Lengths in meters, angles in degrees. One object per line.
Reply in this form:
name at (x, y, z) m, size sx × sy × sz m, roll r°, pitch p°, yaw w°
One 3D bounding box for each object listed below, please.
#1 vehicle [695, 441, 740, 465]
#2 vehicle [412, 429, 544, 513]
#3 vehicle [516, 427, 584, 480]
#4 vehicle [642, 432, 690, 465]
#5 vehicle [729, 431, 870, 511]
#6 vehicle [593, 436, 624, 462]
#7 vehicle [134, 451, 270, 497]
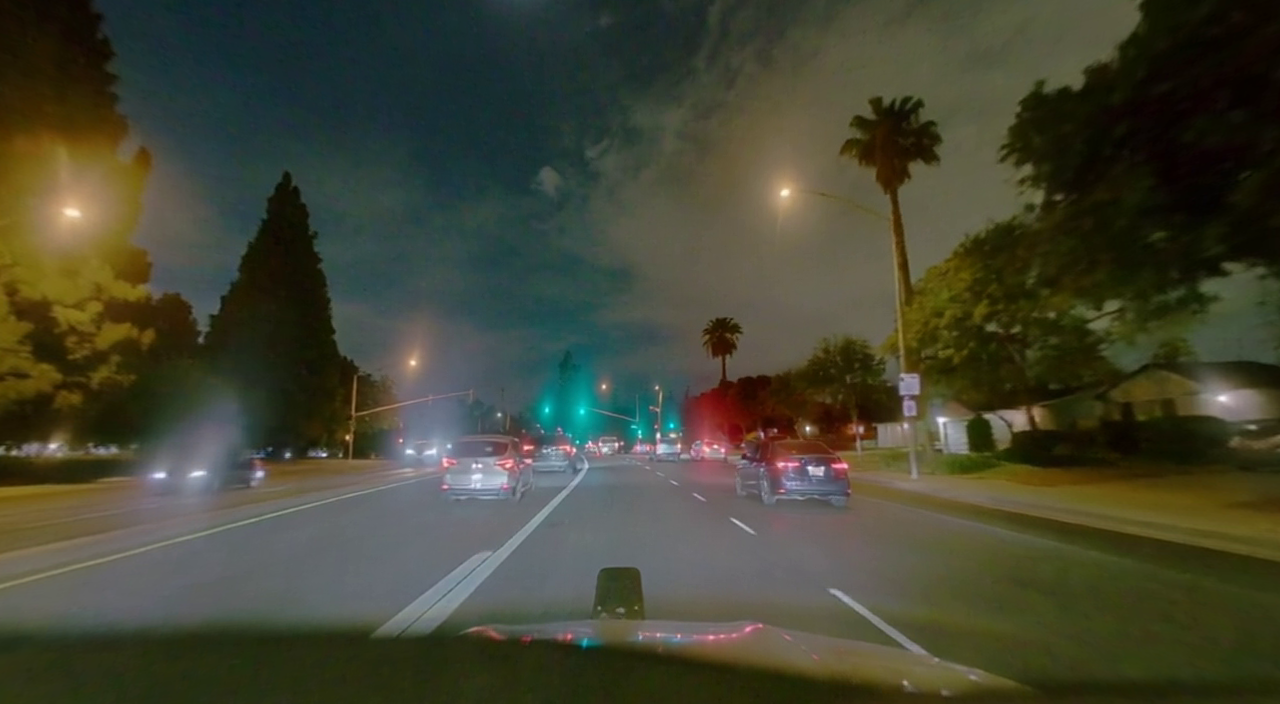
vehicle at (5.101, 6.758, 42.360) m, size 1.989 × 1.459 × 4.700 m, roll 1°, pitch -9°, yaw -6°
vehicle at (-3.383, 2.563, 14.060) m, size 1.922 × 1.577 × 4.140 m, roll 0°, pitch -9°, yaw -2°
vehicle at (-3.625, 4.245, 26.701) m, size 2.354 × 1.948 × 6.355 m, roll 0°, pitch -9°, yaw -4°
vehicle at (1.582, 6.230, 40.758) m, size 2.391 × 1.960 × 5.600 m, roll 1°, pitch -9°, yaw -5°
vehicle at (3.313, 2.555, 14.007) m, size 1.870 × 1.491 × 4.009 m, roll 0°, pitch -9°, yaw -3°
vehicle at (-2.470, 7.439, 48.385) m, size 2.164 × 1.867 × 4.254 m, roll 1°, pitch -9°, yaw -6°
vehicle at (-15.600, 4.324, 22.851) m, size 2.004 × 1.465 × 4.300 m, roll 0°, pitch -9°, yaw -3°
